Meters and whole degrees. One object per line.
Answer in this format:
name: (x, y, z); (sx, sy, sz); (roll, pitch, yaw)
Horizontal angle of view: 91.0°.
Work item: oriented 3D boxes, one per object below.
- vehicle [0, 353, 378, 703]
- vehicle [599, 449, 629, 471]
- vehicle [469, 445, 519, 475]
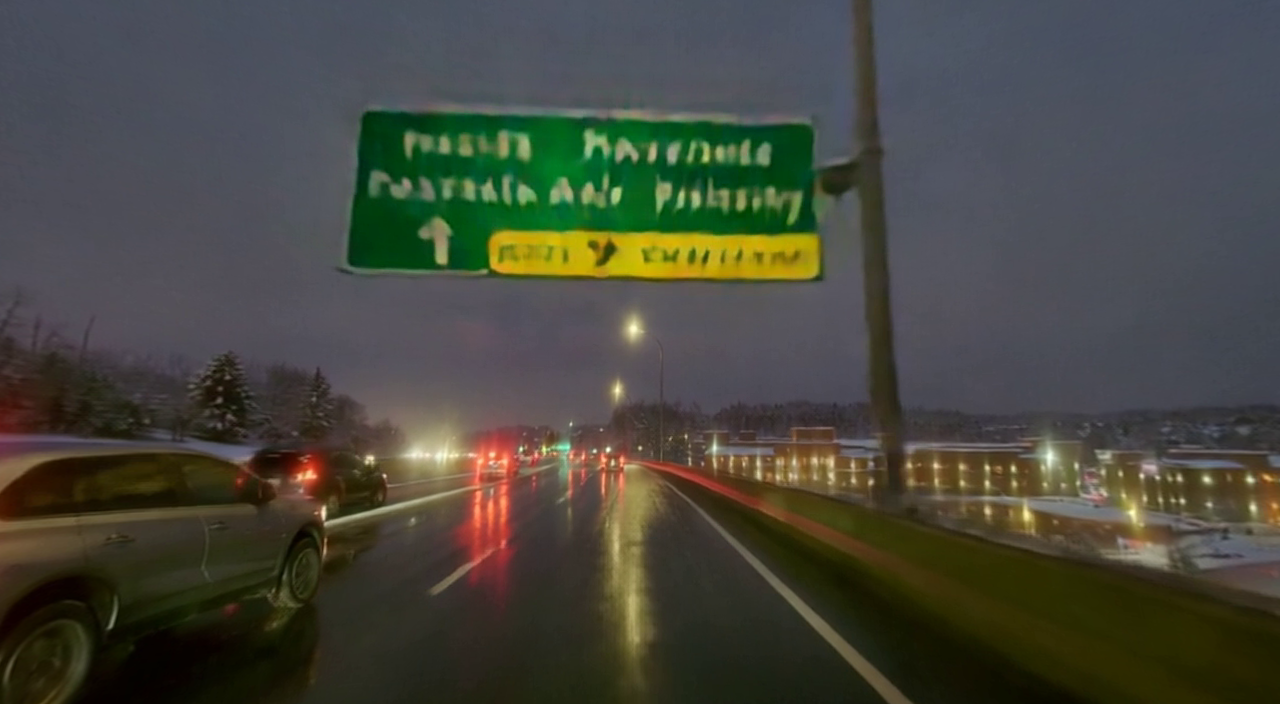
vehicle: (-3.568, 1.061, 3.737); (2.036, 1.717, 4.592); (0, -9, 0)
vehicle: (-1.931, 7.874, 46.115); (2.110, 1.501, 4.319); (0, -9, -3)
vehicle: (-8.827, 6.544, 38.518); (2.065, 1.689, 4.399); (0, -9, -1)
